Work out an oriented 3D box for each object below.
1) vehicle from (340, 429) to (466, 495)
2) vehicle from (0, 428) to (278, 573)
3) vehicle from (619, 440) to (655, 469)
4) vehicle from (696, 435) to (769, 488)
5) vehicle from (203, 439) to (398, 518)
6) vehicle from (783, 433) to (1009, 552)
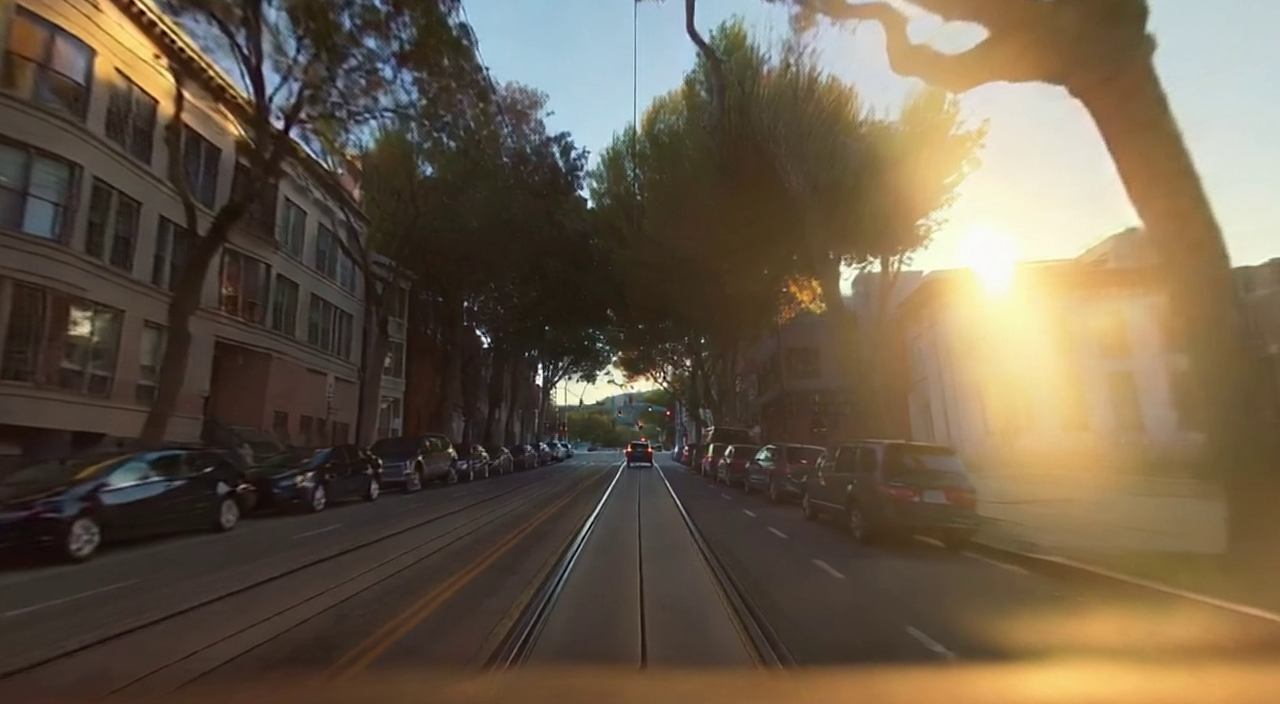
[{"bbox_3d":[-7.294,3.448,20.146,2.049,1.821,5.066,0,-9,0],"label":"vehicle"},{"bbox_3d":[-7.319,1.958,8.926,1.756,1.492,4.426,2,-10,-1],"label":"vehicle"},{"bbox_3d":[-0.176,5.802,35.885,1.984,1.571,3.404,0,-9,0],"label":"vehicle"},{"bbox_3d":[3.825,4.622,27.416,2.242,2.000,6.340,1,-8,0],"label":"vehicle"},{"bbox_3d":[-7.374,2.771,14.437,1.833,1.477,4.851,0,-9,-1],"label":"vehicle"},{"bbox_3d":[3.878,2.181,10.546,1.890,1.559,4.281,0,-9,-1],"label":"vehicle"}]
